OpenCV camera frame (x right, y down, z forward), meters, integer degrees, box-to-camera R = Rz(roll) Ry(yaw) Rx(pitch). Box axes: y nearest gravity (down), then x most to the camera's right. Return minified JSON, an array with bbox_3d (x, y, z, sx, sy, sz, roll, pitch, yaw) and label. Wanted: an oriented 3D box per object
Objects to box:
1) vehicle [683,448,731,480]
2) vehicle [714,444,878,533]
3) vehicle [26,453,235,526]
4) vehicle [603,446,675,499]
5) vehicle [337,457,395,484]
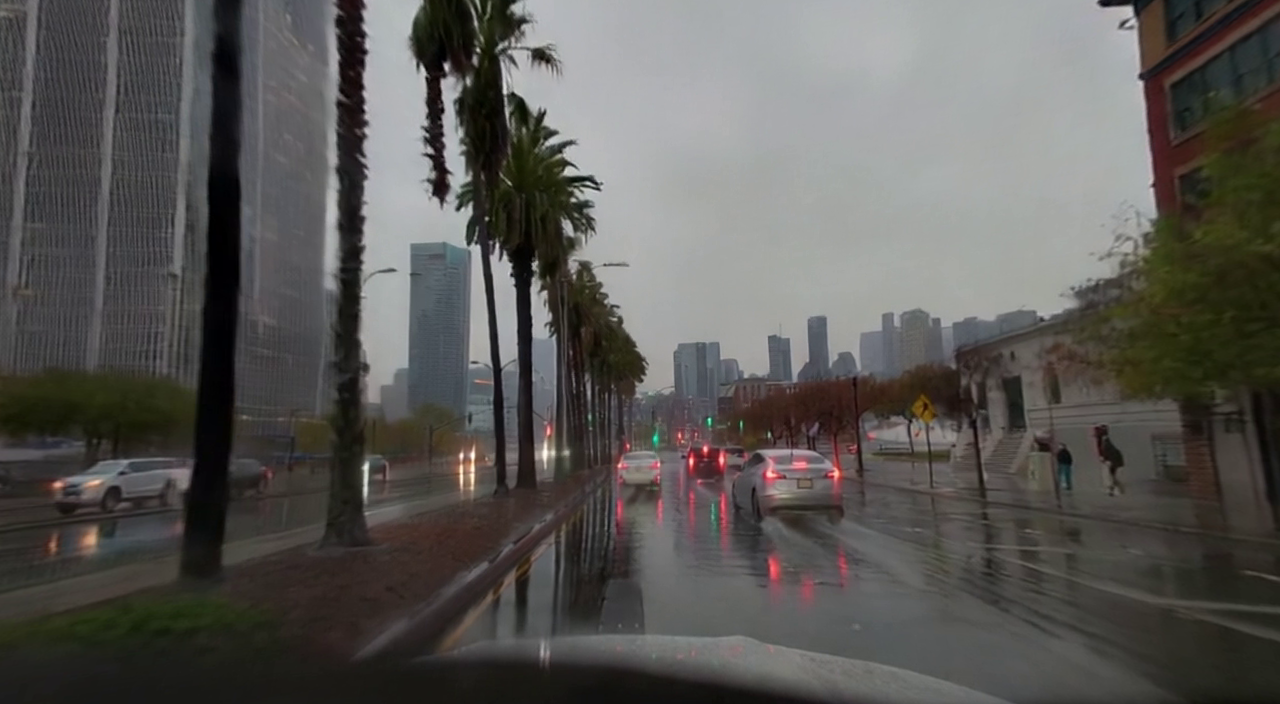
[{"bbox_3d":[3.340,5.660,31.982,2.115,1.500,3.524,0,-9,1],"label":"vehicle"},{"bbox_3d":[2.987,2.723,13.356,2.051,1.509,4.933,0,-9,-2],"label":"vehicle"},{"bbox_3d":[-14.693,3.937,18.670,2.104,1.802,4.852,0,-9,0],"label":"vehicle"},{"bbox_3d":[0.012,3.783,20.124,2.077,1.518,3.760,0,-9,1],"label":"vehicle"},{"bbox_3d":[-17.913,7.723,41.308,1.887,1.569,4.014,0,-9,2],"label":"vehicle"}]
